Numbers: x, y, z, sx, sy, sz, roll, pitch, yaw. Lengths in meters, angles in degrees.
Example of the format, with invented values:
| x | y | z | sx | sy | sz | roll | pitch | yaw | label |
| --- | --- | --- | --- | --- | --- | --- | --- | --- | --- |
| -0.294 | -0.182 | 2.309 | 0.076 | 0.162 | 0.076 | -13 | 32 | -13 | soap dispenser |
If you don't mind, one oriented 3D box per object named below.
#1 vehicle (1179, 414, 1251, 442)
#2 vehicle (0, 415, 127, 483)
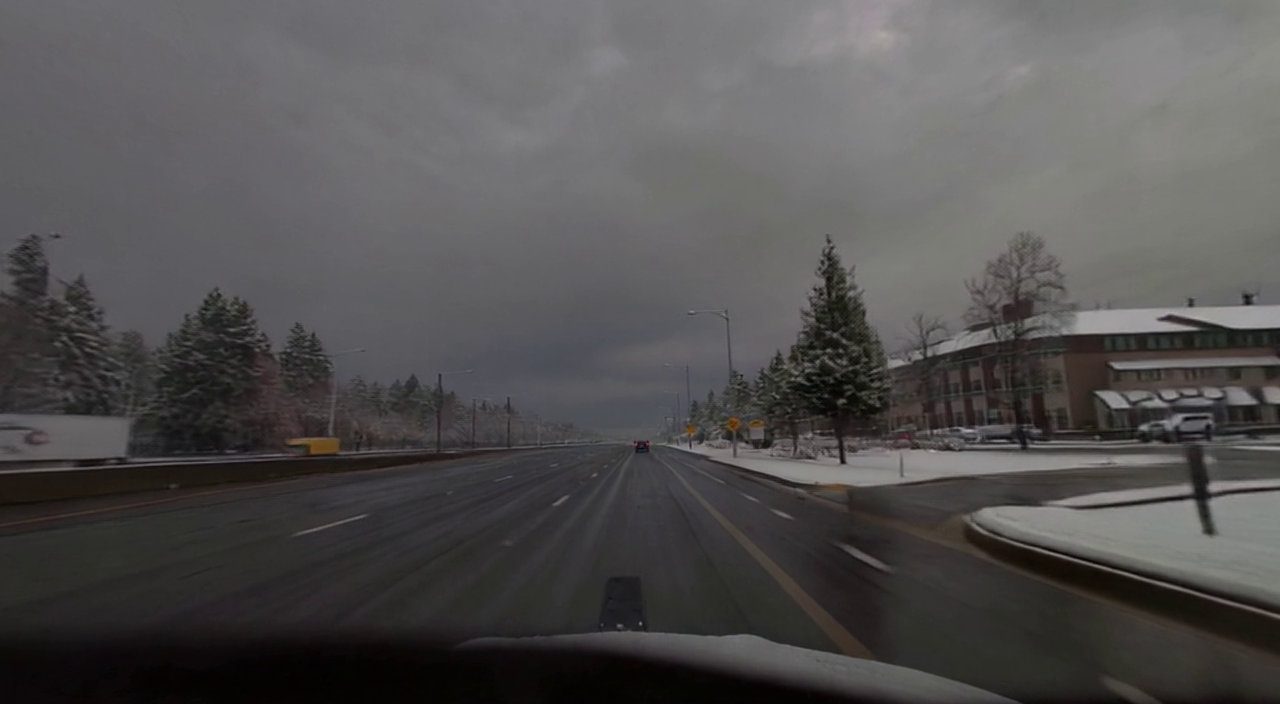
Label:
| x | y | z | sx | sy | sz | roll | pitch | yaw | label |
| --- | --- | --- | --- | --- | --- | --- | --- | --- | --- |
| 44.396 | 5.917 | 48.656 | 5.546 | 2.037 | 2.222 | 4 | -9 | -29 | vehicle |
| -39.205 | 6.142 | 39.887 | 3.190 | 3.960 | 12.082 | 0 | -8 | 1 | vehicle |
